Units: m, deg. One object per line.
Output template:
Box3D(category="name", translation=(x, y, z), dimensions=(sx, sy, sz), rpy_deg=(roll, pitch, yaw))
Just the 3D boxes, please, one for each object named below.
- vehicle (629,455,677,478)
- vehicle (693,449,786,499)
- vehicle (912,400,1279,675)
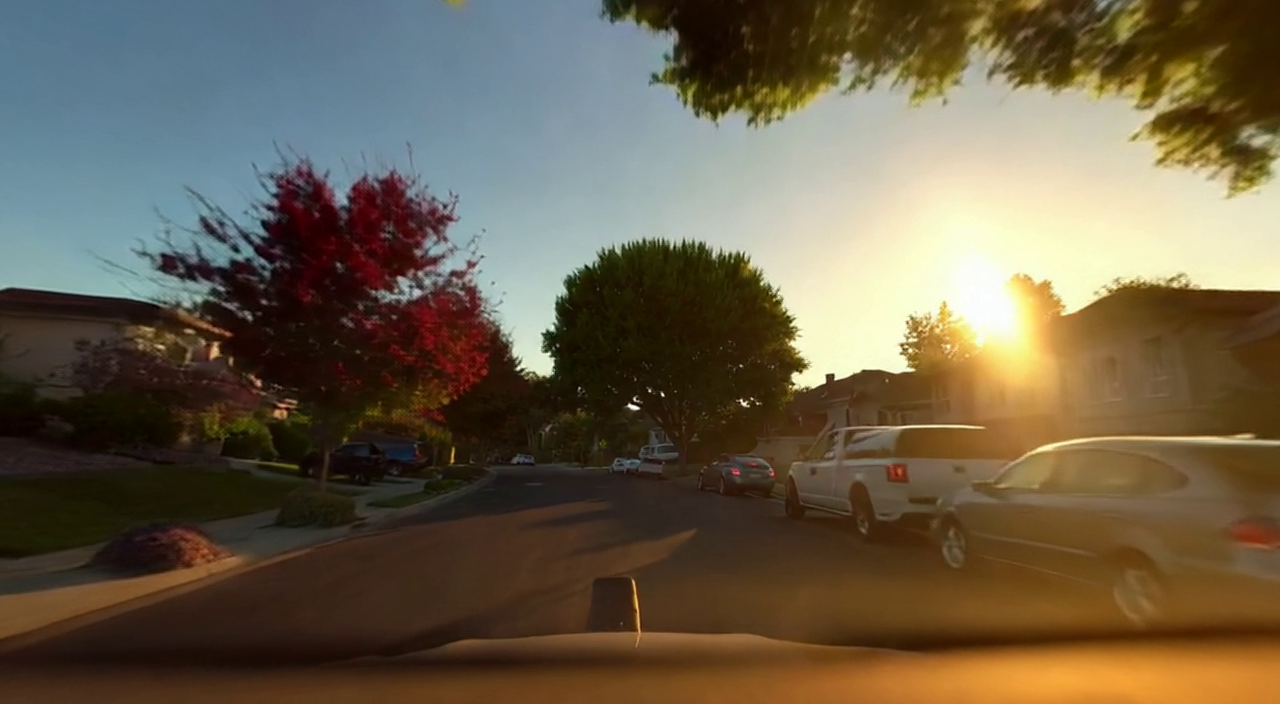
Box3D(category="vehicle", translation=(0.851, 8.132, 45.051), dimensions=(2.193, 1.504, 4.576), rpy_deg=(2, -9, -16))
Box3D(category="vehicle", translation=(3.838, 4.836, 25.533), dimensions=(2.111, 1.771, 4.942), rpy_deg=(2, -9, -11))
Box3D(category="vehicle", translation=(5.228, 1.647, 6.616), dimensions=(2.690, 1.819, 4.532), rpy_deg=(3, -9, -1))
